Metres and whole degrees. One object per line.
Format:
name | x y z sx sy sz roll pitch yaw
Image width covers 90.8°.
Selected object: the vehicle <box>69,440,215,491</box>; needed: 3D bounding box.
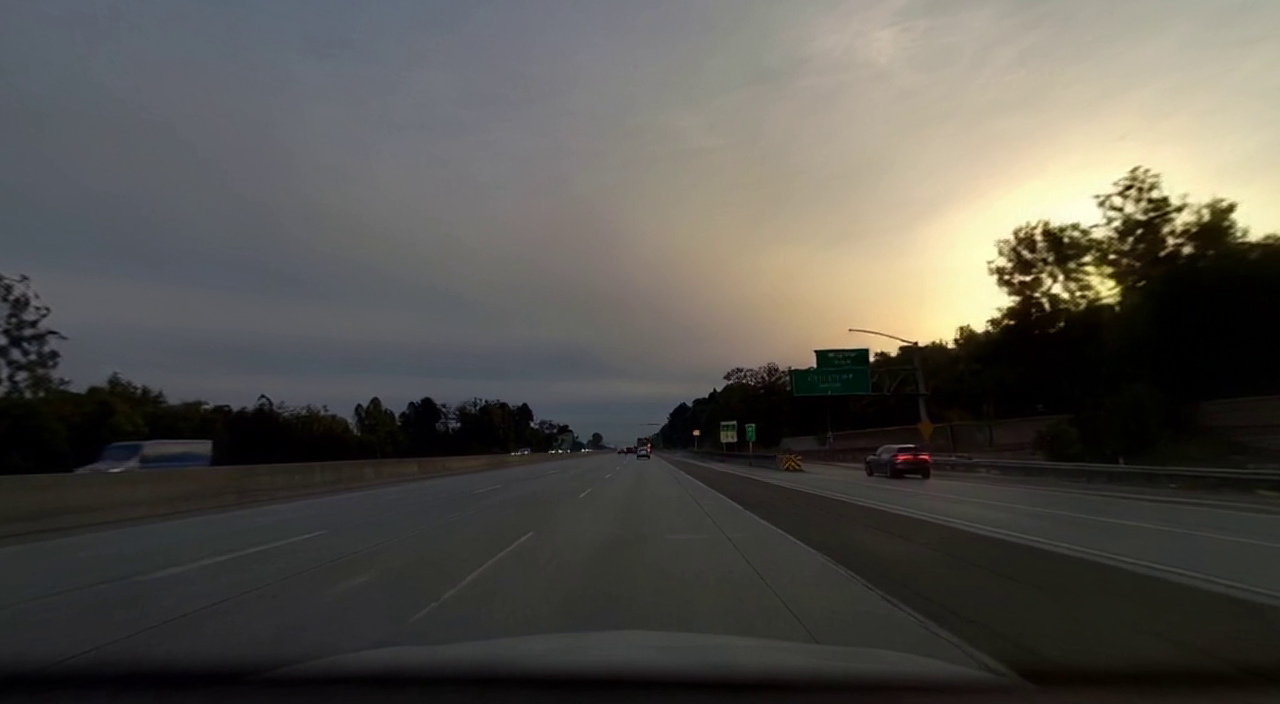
vehicle | -23.883 5.454 30.686 2.340 2.235 5.702 0 -9 1
